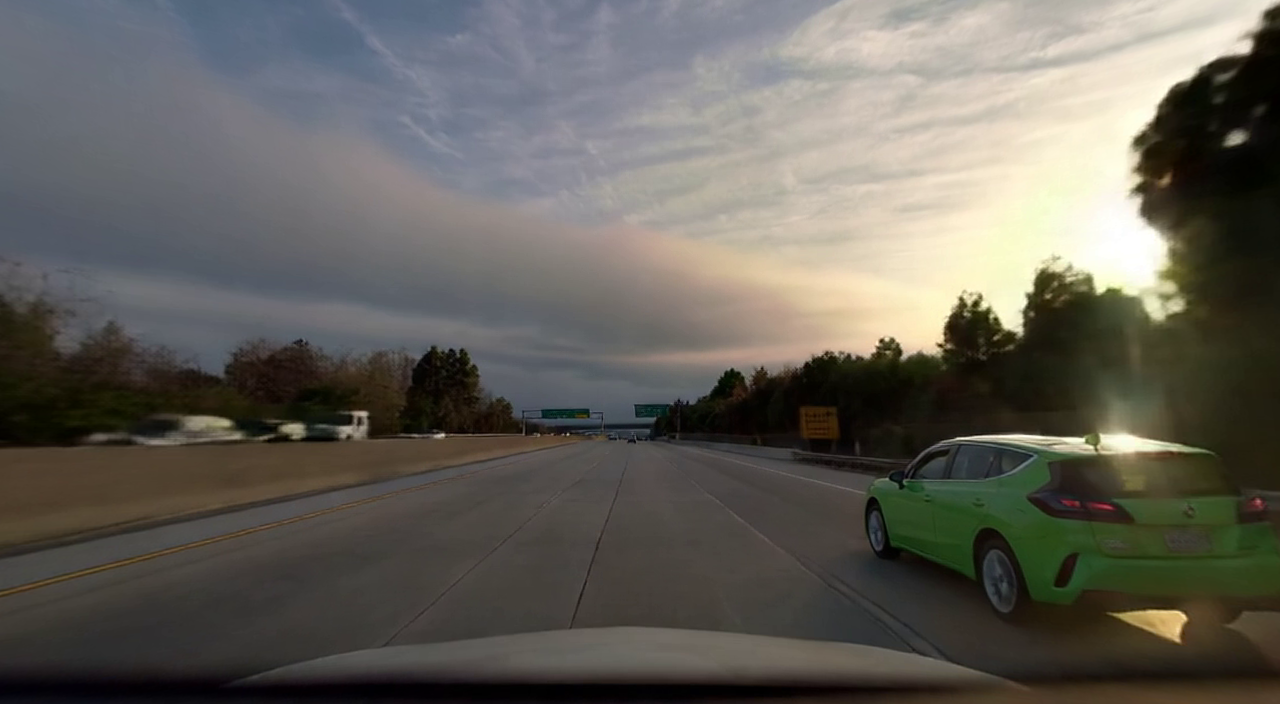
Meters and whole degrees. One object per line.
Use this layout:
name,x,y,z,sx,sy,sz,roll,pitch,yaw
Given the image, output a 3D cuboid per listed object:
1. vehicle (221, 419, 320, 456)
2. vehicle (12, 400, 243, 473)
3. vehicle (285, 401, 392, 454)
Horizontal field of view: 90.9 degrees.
vehicle,-15.949,3.740,27.476,1.816,1.502,4.194,0,-8,-1
vehicle,-12.158,2.088,15.471,1.906,1.530,4.488,0,-8,0
vehicle,-16.101,4.139,34.208,2.605,2.606,6.292,0,-8,0
